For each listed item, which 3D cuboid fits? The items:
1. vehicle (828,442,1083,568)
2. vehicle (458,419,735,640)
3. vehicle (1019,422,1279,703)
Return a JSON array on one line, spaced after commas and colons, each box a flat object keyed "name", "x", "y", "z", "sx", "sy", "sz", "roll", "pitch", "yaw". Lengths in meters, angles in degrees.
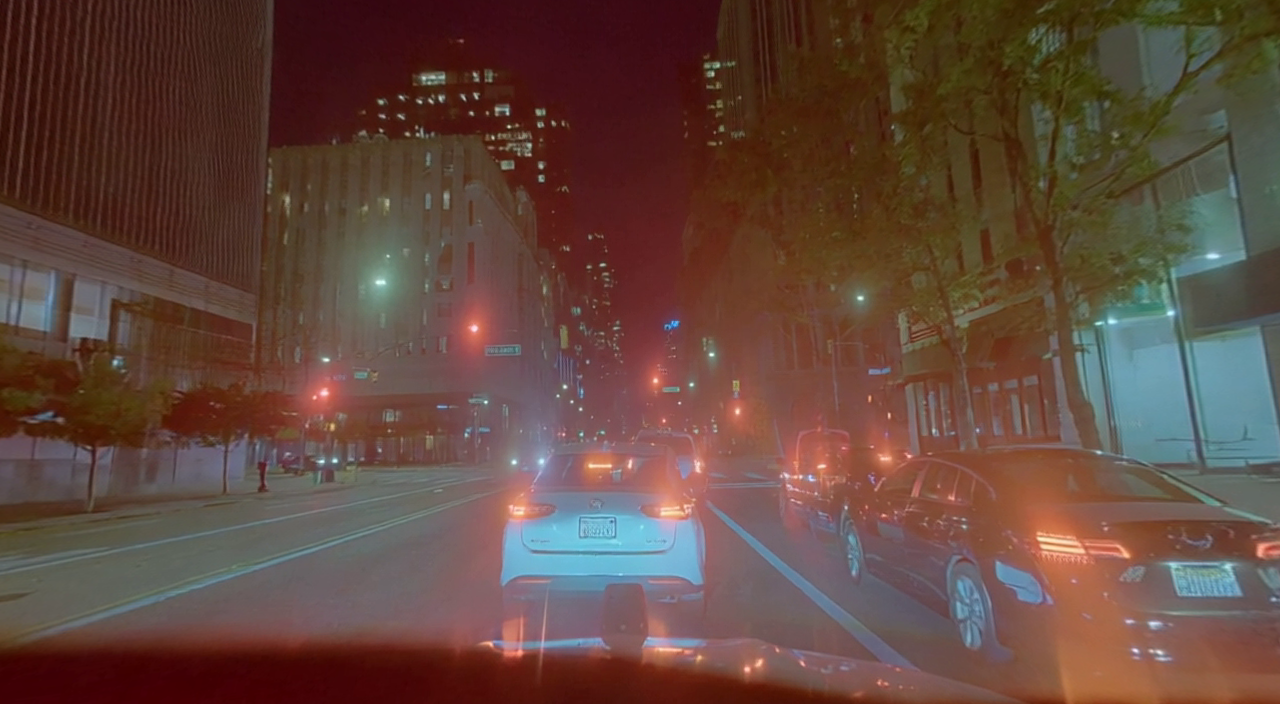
[{"name": "vehicle", "x": 4.535, "y": 2.211, "z": 10.045, "sx": 1.912, "sy": 1.505, "sz": 4.618, "roll": -1, "pitch": -8, "yaw": 4}, {"name": "vehicle", "x": -0.284, "y": 1.491, "z": 6.227, "sx": 1.888, "sy": 1.489, "sz": 3.703, "roll": 0, "pitch": -8, "yaw": 0}, {"name": "vehicle", "x": 3.179, "y": 0.828, "z": 1.110, "sx": 2.006, "sy": 1.496, "sz": 4.767, "roll": 0, "pitch": -9, "yaw": -1}]
